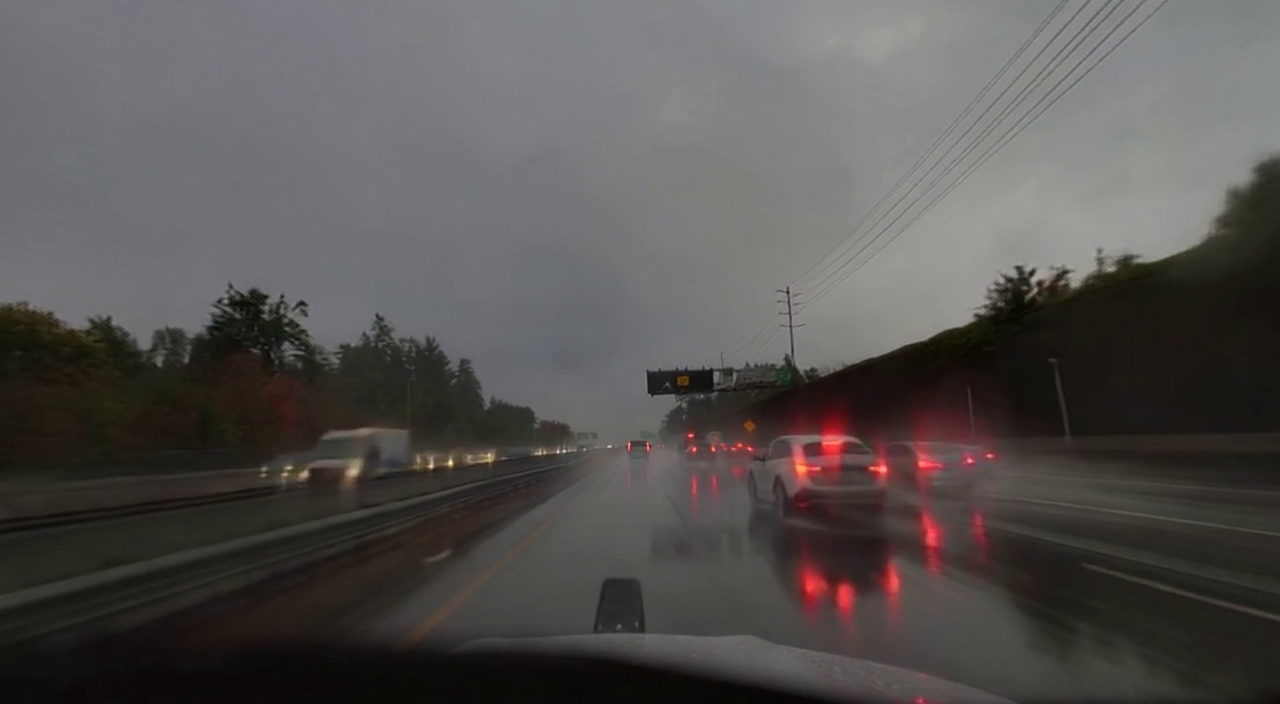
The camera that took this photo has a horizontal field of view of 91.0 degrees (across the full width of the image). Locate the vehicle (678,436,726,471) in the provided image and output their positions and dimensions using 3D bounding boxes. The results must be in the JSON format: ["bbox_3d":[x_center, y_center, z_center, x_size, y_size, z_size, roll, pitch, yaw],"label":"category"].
[{"bbox_3d":[3.514,5.834,36.421,2.095,1.886,4.727,0,-8,-2],"label":"vehicle"}]

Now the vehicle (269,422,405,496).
[{"bbox_3d":[-11.630,4.154,24.846,2.385,2.547,5.968,0,-8,0],"label":"vehicle"}]

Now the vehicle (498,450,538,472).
[{"bbox_3d":[-8.632,7.715,44.853,1.951,1.443,4.201,0,-8,2],"label":"vehicle"}]

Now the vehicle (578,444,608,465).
[{"bbox_3d":[-3.687,8.069,49.776,2.051,1.510,4.373,0,-8,0],"label":"vehicle"}]

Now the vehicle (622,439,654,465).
[{"bbox_3d":[-0.156,7.504,47.264,2.314,1.796,4.254,0,-8,-1],"label":"vehicle"}]

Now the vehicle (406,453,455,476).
[{"bbox_3d":[-14.912,7.993,45.092,1.887,1.489,4.698,0,-9,0],"label":"vehicle"}]

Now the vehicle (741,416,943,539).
[{"bbox_3d":[3.280,2.142,11.381,2.111,1.755,4.459,0,-8,-1],"label":"vehicle"}]

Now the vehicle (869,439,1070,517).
[{"bbox_3d":[6.951,2.679,13.973,1.992,1.431,4.506,0,-8,0],"label":"vehicle"}]
